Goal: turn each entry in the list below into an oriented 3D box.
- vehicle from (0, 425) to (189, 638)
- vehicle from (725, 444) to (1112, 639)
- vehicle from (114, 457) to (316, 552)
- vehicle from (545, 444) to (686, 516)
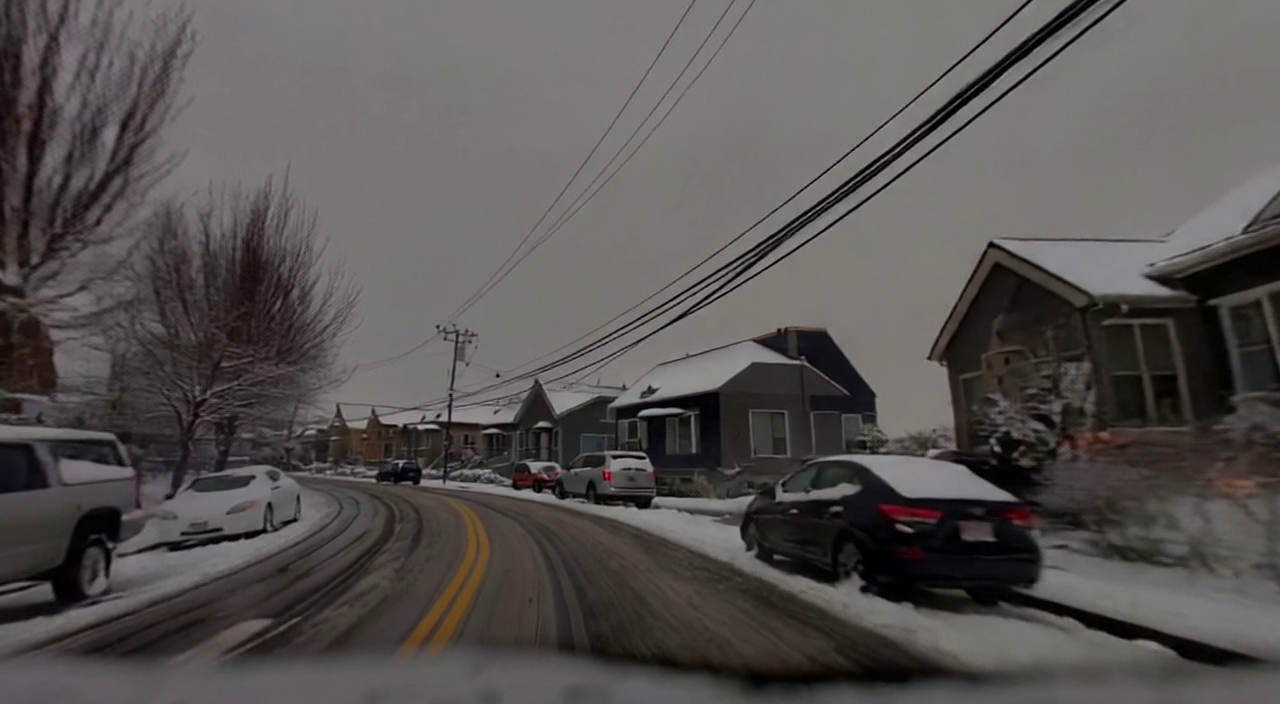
[{"bbox_3d":[-6.825,1.660,5.559,2.378,1.840,5.389,-3,-8,-8],"label":"vehicle"},{"bbox_3d":[2.655,1.894,7.518,1.923,1.531,4.568,3,-9,-10],"label":"vehicle"},{"bbox_3d":[-8.495,3.002,13.231,2.197,1.462,4.524,2,-9,-17],"label":"vehicle"},{"bbox_3d":[-0.984,4.009,20.361,2.449,1.869,5.504,8,-11,-24],"label":"vehicle"}]
